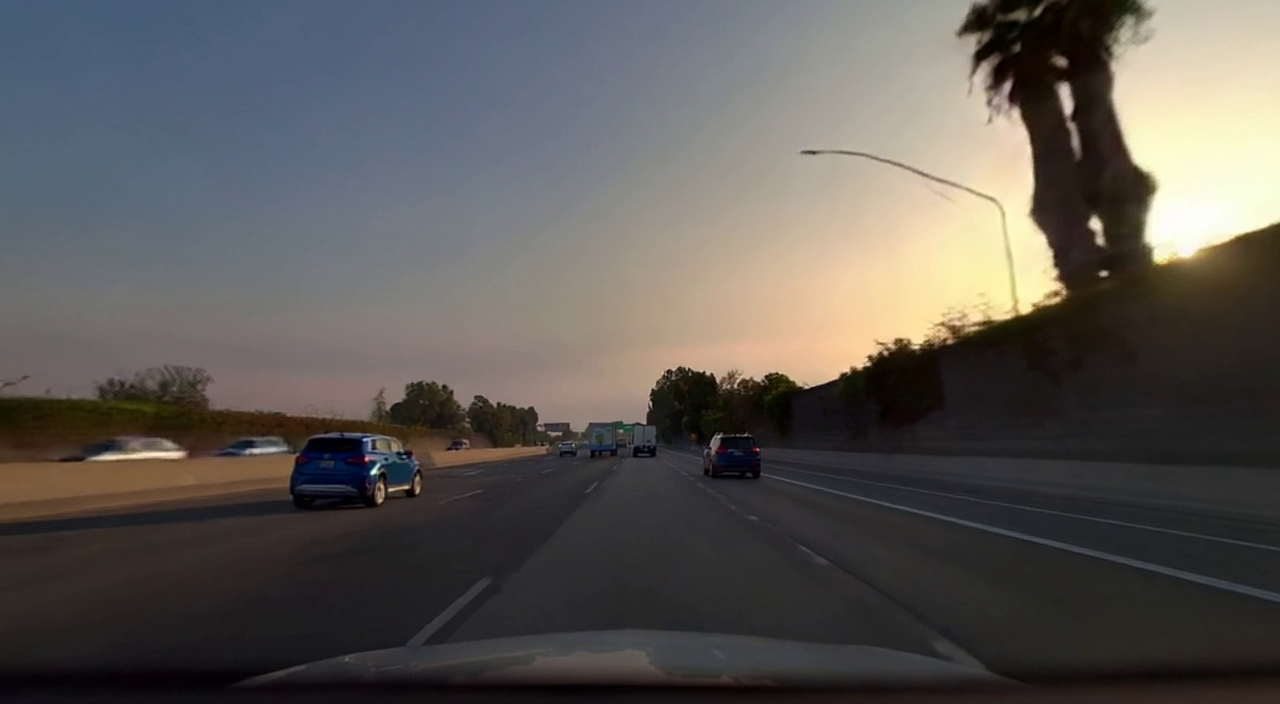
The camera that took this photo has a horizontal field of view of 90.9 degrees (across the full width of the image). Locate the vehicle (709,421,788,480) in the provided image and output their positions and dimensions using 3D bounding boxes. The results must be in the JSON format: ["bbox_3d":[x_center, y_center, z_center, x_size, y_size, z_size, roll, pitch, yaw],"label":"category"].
[{"bbox_3d":[4.373,4.100,26.376,2.408,2.210,4.999,0,-8,0],"label":"vehicle"}]

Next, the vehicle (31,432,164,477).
[{"bbox_3d":[-21.424,4.039,25.148,1.710,1.642,3.990,0,-8,0],"label":"vehicle"}]

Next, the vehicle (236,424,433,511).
[{"bbox_3d":[-7.063,2.718,15.372,2.289,1.774,4.871,0,-8,1],"label":"vehicle"}]
